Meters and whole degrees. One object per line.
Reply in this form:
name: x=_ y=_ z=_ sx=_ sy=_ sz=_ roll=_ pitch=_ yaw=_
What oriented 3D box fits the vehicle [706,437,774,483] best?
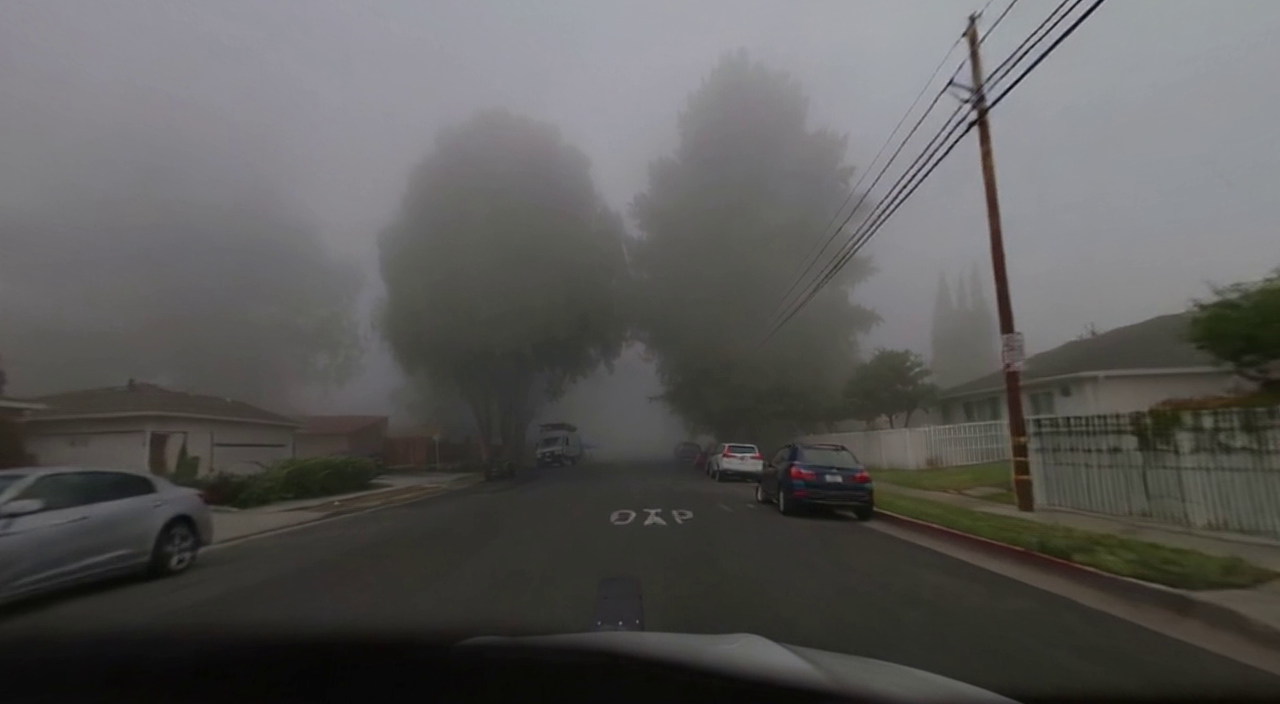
vehicle: x=3.665 y=4.047 z=24.032 sx=1.970 sy=1.530 sz=4.899 roll=0 pitch=-8 yaw=2

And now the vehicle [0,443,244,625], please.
vehicle: x=-6.549 y=1.764 z=6.332 sx=2.062 sy=1.500 sz=4.629 roll=-3 pitch=-7 yaw=3

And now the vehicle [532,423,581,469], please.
vehicle: x=-5.768 y=6.610 z=44.463 sx=2.313 sy=2.875 sz=6.057 roll=-4 pitch=-8 yaw=2

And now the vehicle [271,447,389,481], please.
vehicle: x=-14.665 y=5.312 z=30.103 sx=4.565 sy=1.489 sz=1.950 roll=0 pitch=-8 yaw=-2

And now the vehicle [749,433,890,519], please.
vehicle: x=3.507 y=2.475 z=13.165 sx=1.903 sy=1.500 sz=4.057 roll=0 pitch=-8 yaw=3

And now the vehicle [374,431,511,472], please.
vehicle: x=-10.523 y=5.351 z=34.102 sx=6.540 sy=2.079 sz=2.565 roll=0 pitch=-8 yaw=1
